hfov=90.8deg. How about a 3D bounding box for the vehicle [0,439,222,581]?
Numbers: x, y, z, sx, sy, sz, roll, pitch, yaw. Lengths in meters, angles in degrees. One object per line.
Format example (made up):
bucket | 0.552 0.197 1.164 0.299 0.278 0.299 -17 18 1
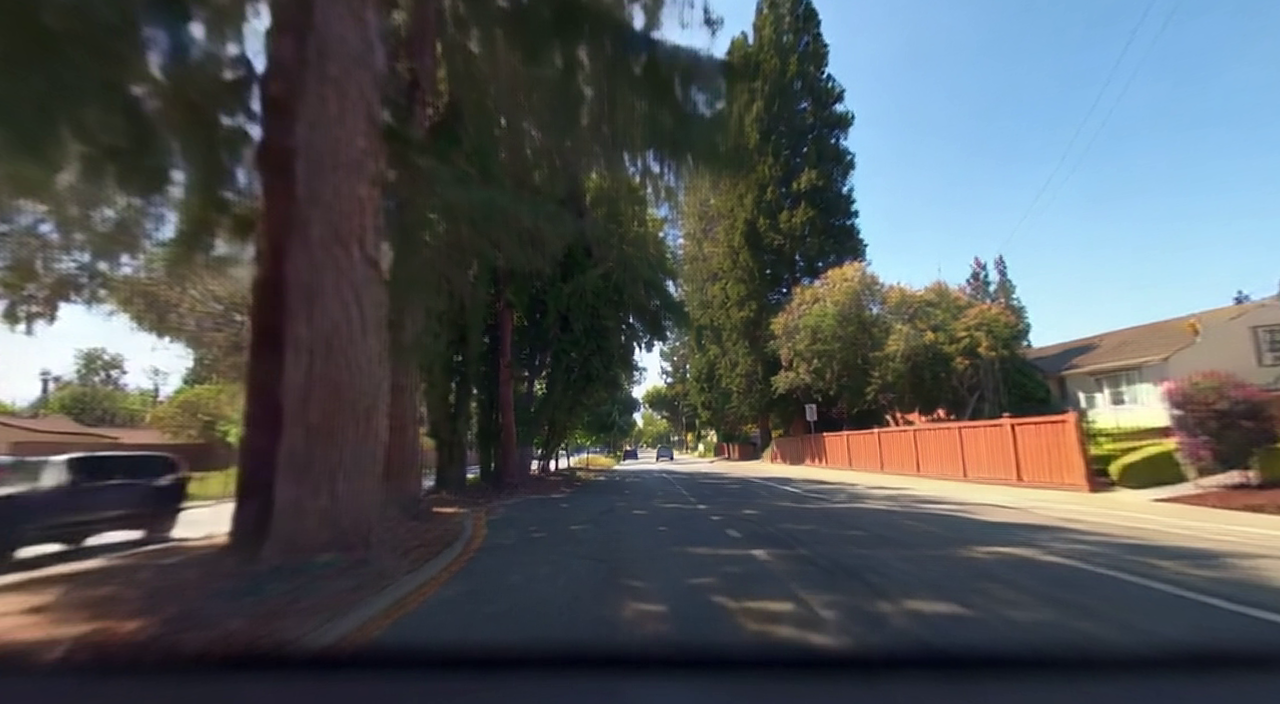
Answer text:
vehicle | -8.921 2.259 9.808 1.964 1.722 4.403 0 -9 -3
